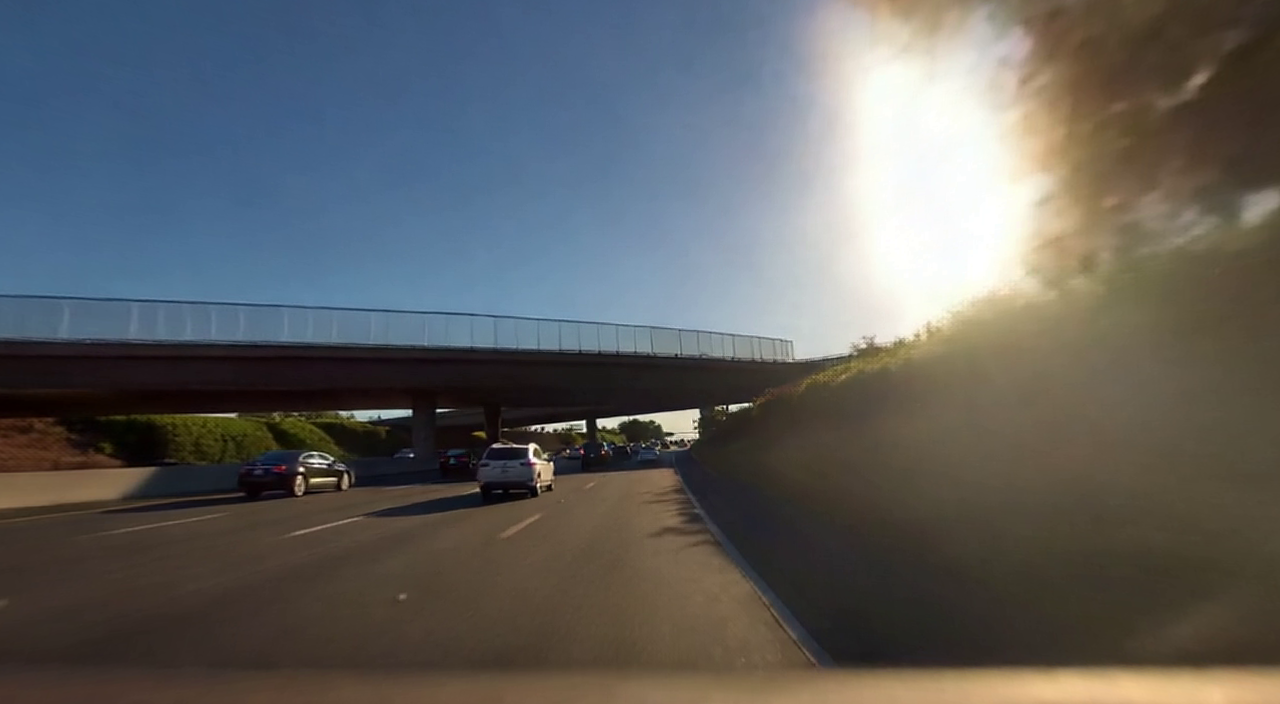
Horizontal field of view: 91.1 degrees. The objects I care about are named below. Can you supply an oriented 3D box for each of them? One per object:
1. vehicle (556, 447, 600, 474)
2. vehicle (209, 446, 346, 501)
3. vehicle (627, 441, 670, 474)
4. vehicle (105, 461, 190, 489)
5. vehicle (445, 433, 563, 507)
[{"bbox_3d":[-3.589,6.377,37.253,1.997,1.490,4.471,0,-8,2],"label":"vehicle"},{"bbox_3d":[-11.977,3.998,21.171,1.954,1.640,4.339,0,-8,1],"label":"vehicle"},{"bbox_3d":[0.471,5.679,34.149,2.160,1.678,4.178,0,-8,1],"label":"vehicle"},{"bbox_3d":[-31.703,7.924,40.574,1.944,1.567,4.239,0,-8,1],"label":"vehicle"},{"bbox_3d":[-3.545,3.161,17.337,2.161,1.759,4.482,0,-8,1],"label":"vehicle"}]
